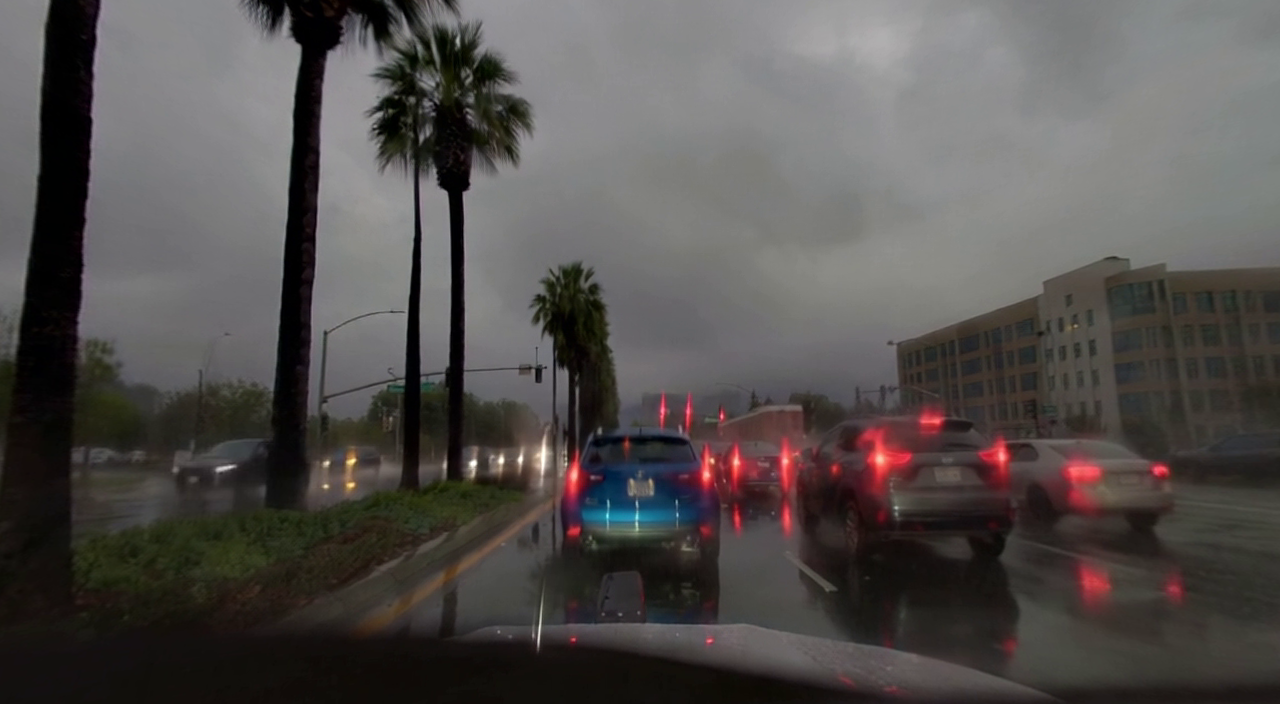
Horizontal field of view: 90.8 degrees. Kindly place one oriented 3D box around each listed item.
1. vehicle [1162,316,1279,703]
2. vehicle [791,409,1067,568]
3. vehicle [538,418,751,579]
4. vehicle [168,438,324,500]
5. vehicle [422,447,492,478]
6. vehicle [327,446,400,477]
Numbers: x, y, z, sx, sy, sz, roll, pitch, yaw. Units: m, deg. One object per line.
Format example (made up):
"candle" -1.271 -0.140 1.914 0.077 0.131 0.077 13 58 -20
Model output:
"vehicle" 3.400 0.461 0.168 2.171 1.806 5.058 0 -9 0
"vehicle" 3.662 1.810 9.047 1.947 1.725 4.159 0 -9 0
"vehicle" 0.033 1.747 8.273 2.083 1.572 4.021 0 -9 0
"vehicle" -12.580 3.744 20.625 2.180 1.776 4.521 0 -9 0
"vehicle" -9.182 5.554 32.112 2.168 1.462 4.505 0 -9 1
"vehicle" -16.335 6.493 37.684 2.167 1.737 4.824 0 -9 0
